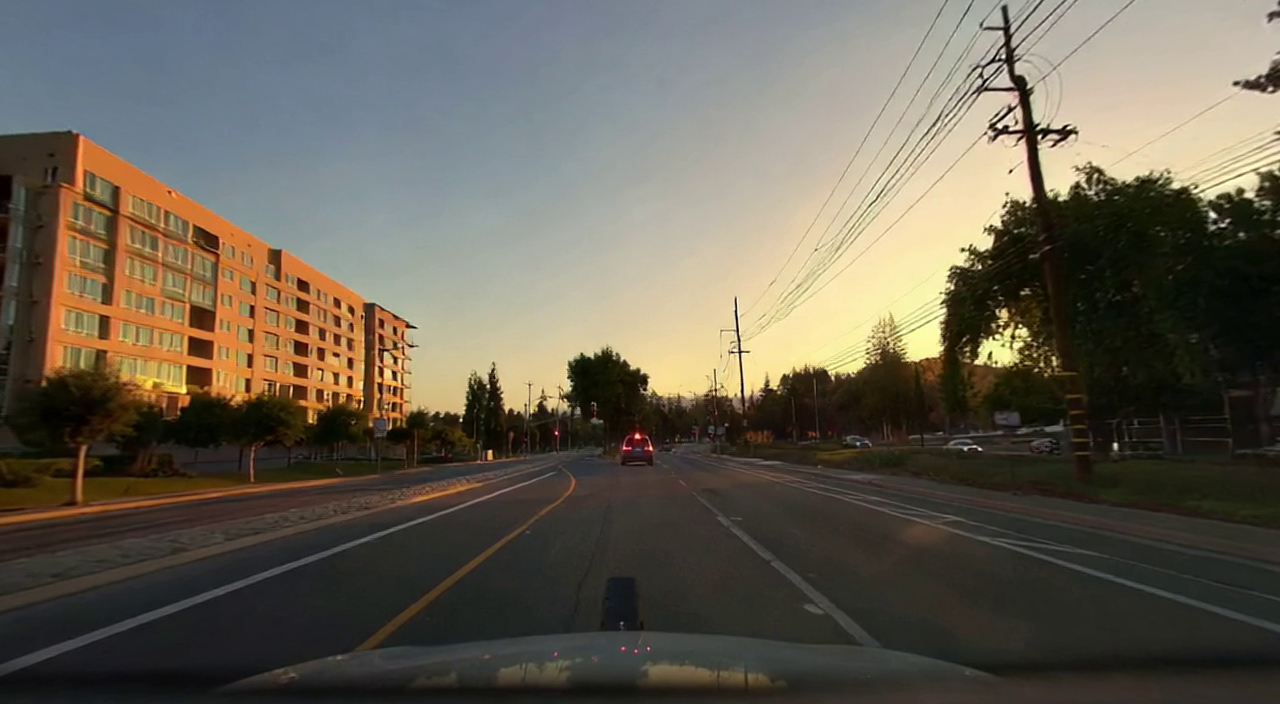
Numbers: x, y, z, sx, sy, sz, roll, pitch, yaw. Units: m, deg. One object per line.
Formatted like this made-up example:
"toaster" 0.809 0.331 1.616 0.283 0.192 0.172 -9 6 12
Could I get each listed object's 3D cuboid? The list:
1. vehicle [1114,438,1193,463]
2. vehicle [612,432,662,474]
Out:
"vehicle" 31.087 5.990 38.399 1.610 1.397 3.842 0 -9 2
"vehicle" -0.144 4.700 29.432 2.189 1.776 4.342 0 -9 0
